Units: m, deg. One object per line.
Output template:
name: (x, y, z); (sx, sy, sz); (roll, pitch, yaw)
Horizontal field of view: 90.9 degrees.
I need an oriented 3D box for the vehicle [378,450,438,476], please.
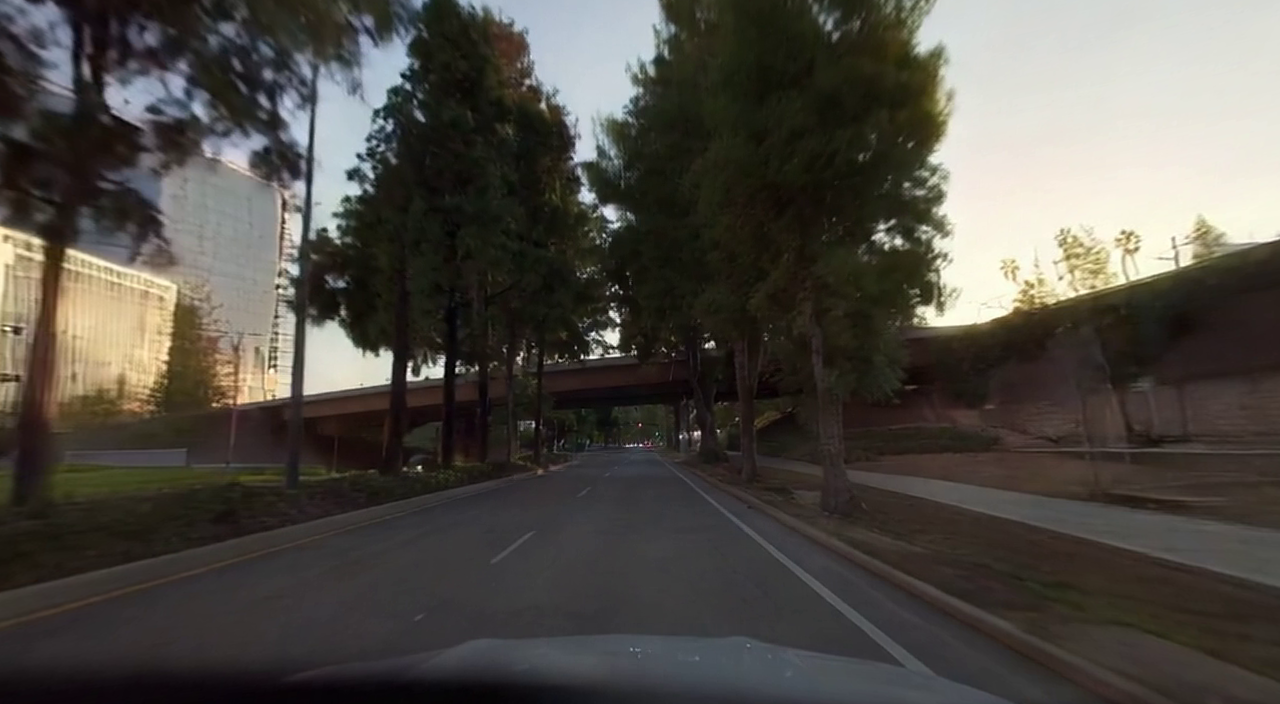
vehicle: (-14.321, 6.868, 39.188); (1.983, 1.461, 4.542); (0, -8, 1)
